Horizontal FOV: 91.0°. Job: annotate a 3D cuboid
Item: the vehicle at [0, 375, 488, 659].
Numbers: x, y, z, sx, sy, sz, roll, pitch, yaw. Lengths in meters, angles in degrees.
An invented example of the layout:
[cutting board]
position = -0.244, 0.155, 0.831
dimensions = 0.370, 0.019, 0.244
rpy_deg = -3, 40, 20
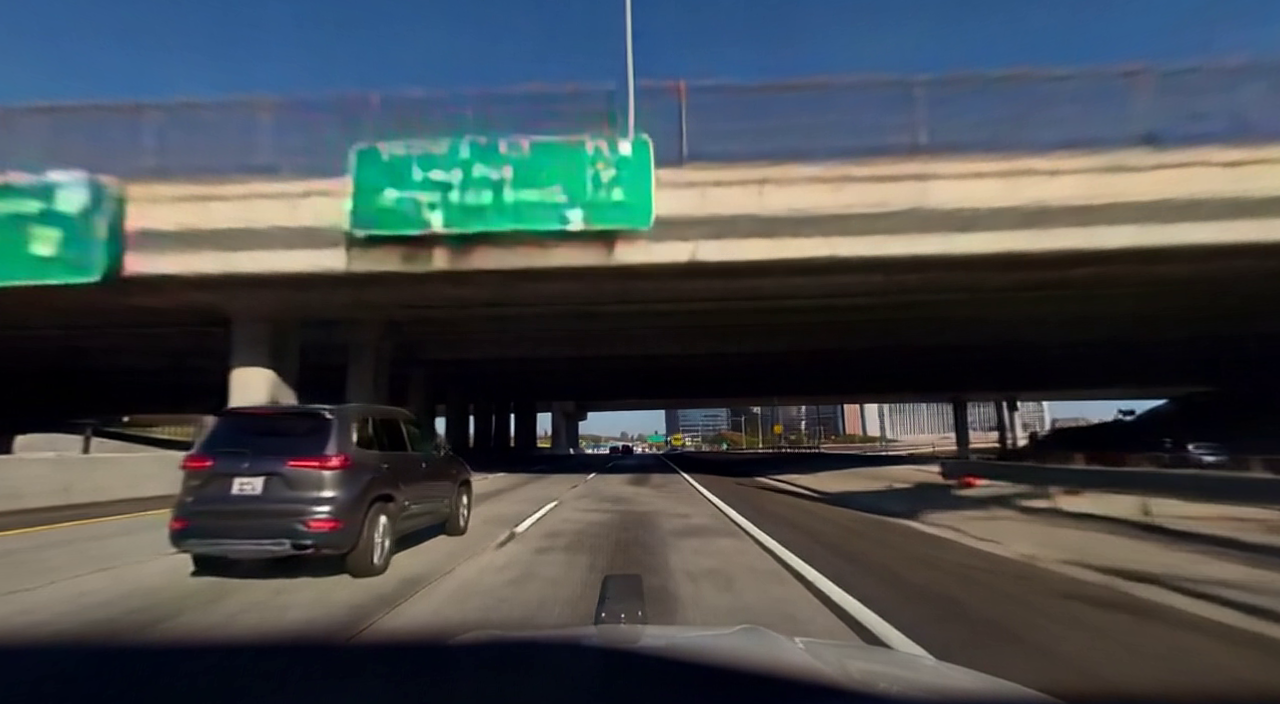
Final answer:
[vehicle]
position = -3.229, 1.346, 6.238
dimensions = 2.203, 1.734, 4.600
rpy_deg = 0, -9, 1
